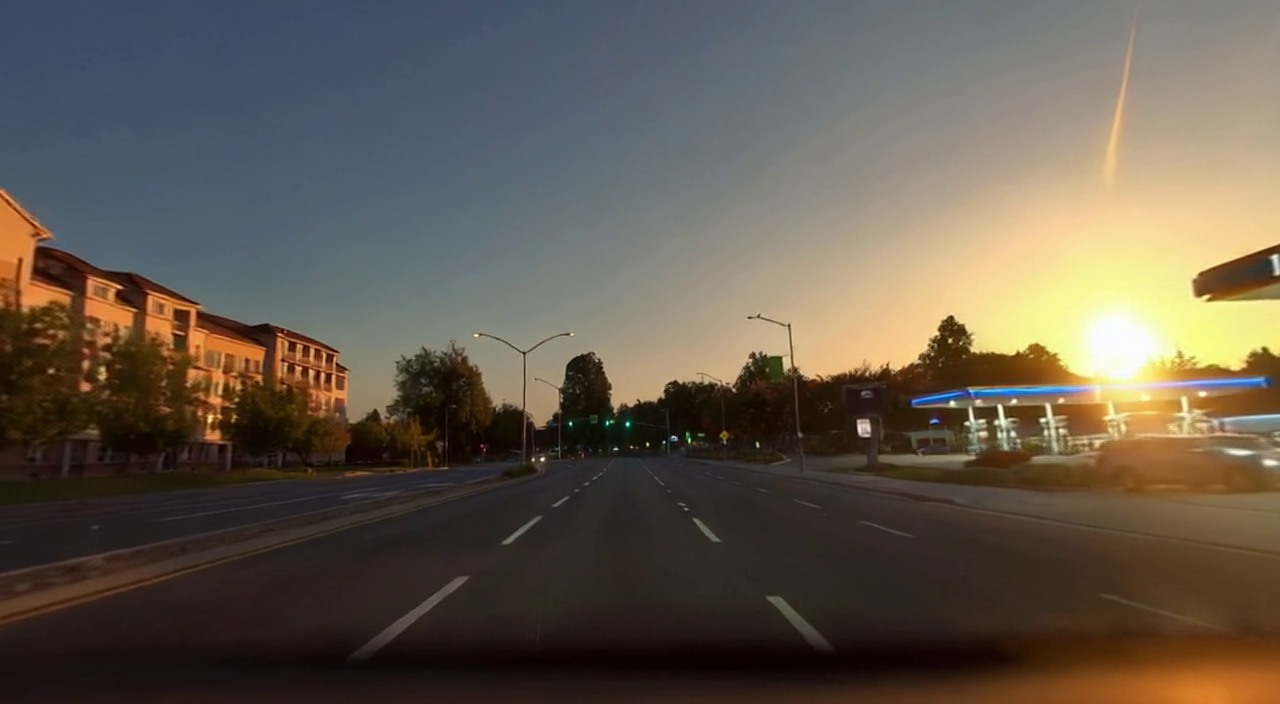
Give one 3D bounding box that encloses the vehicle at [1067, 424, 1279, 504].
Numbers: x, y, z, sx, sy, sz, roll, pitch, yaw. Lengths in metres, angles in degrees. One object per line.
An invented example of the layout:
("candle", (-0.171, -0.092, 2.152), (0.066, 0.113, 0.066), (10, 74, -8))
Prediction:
("vehicle", (12.226, 2.401, 13.634), (4.548, 1.568, 1.953), (0, -10, -1))
